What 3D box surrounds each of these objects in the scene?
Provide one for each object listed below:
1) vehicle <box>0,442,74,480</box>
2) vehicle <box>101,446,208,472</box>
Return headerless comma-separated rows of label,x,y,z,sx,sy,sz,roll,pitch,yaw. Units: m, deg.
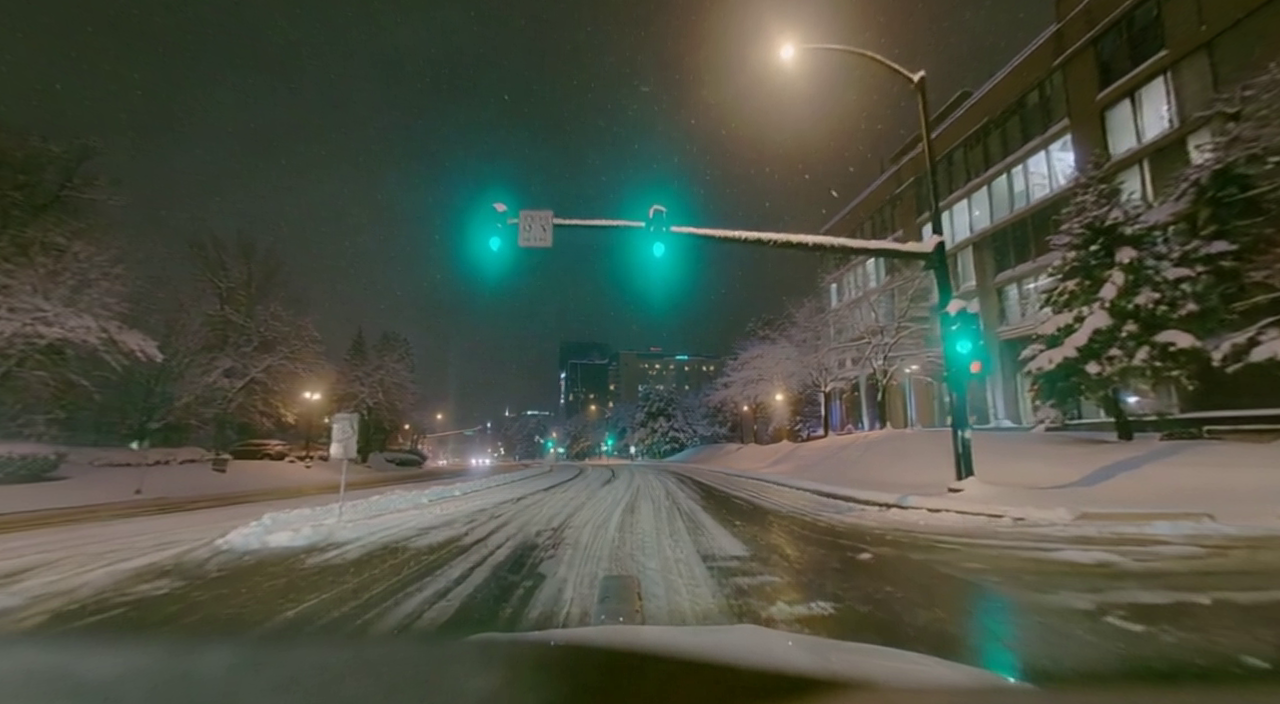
vehicle,-29.222,4.984,28.990,4.371,1.671,2.009,0,-9,1
vehicle,-28.938,6.407,37.634,4.652,1.489,1.992,0,-9,-2
